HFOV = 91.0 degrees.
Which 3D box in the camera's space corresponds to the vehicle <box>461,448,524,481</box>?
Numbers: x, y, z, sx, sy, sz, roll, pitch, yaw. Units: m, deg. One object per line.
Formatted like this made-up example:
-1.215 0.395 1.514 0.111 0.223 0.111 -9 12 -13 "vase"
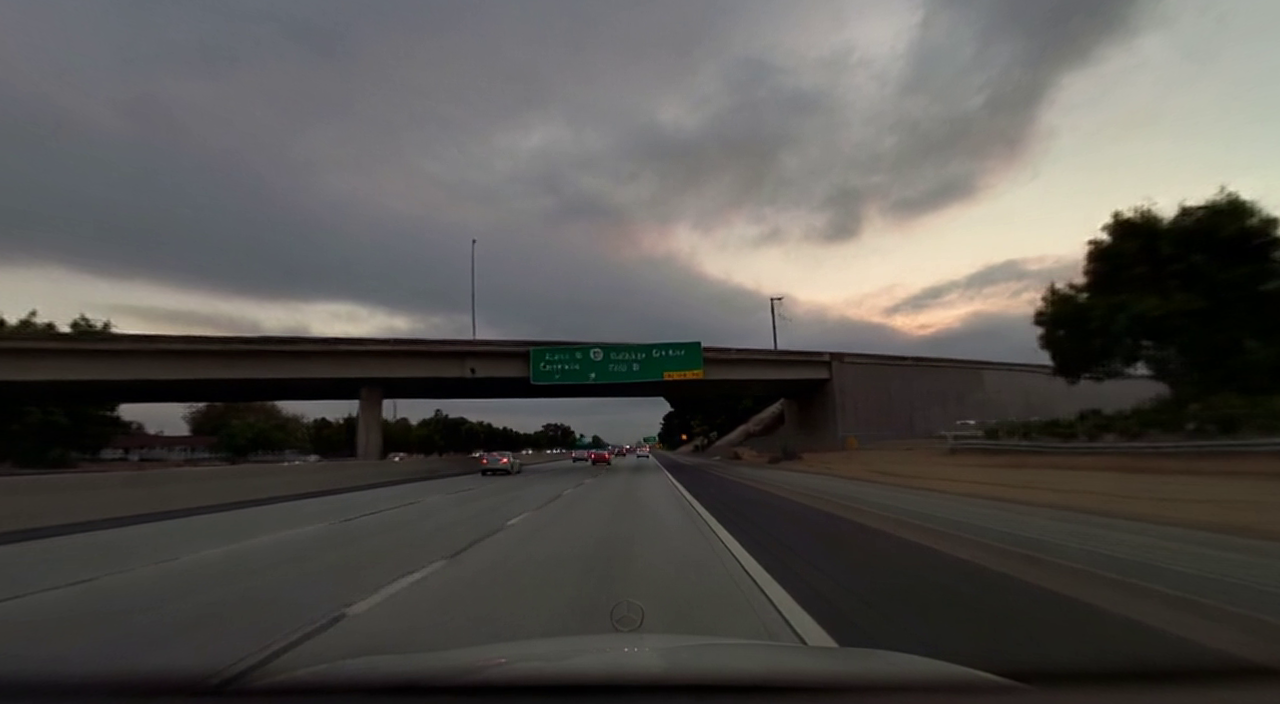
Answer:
-7.339 5.625 31.848 2.002 1.507 4.631 0 -9 1 "vehicle"
